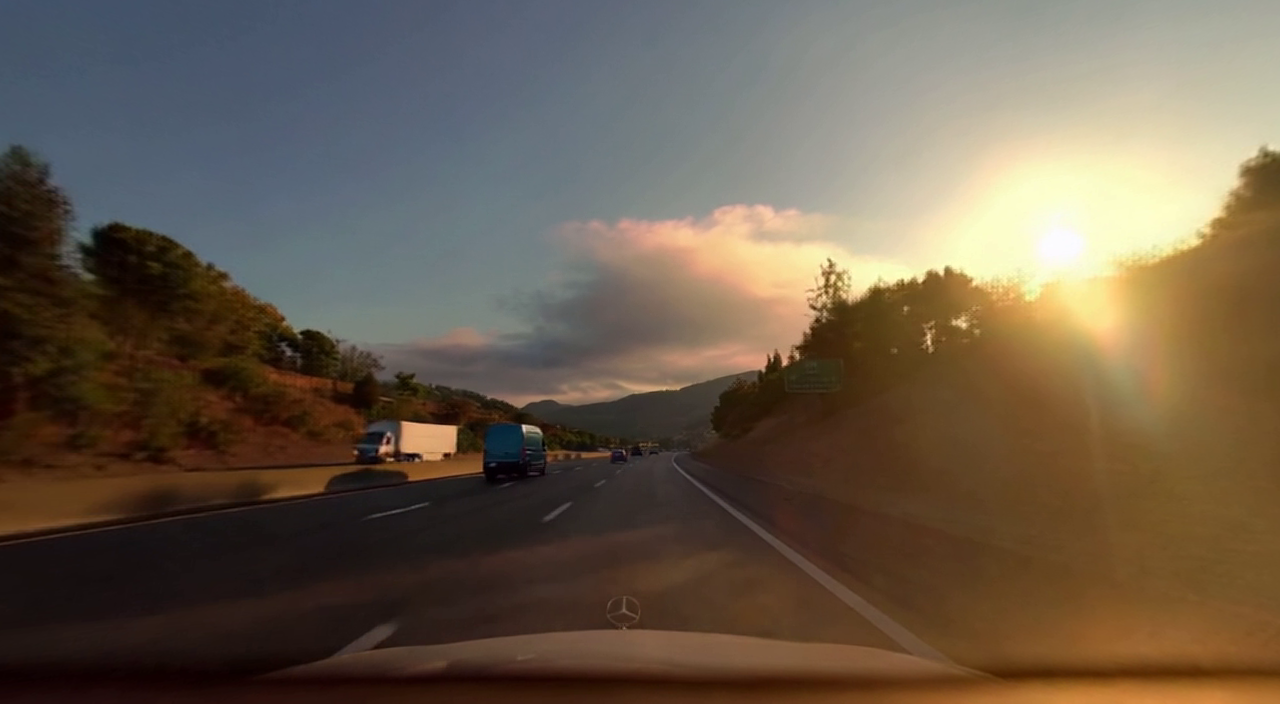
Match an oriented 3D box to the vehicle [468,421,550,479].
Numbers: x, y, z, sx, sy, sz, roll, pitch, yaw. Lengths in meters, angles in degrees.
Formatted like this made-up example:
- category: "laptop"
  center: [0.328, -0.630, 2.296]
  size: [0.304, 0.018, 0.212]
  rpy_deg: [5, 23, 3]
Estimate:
- category: "vehicle"
  center: [-6.105, 4.721, 30.362]
  size: [2.449, 2.471, 6.130]
  rpy_deg: [-1, -9, 2]
